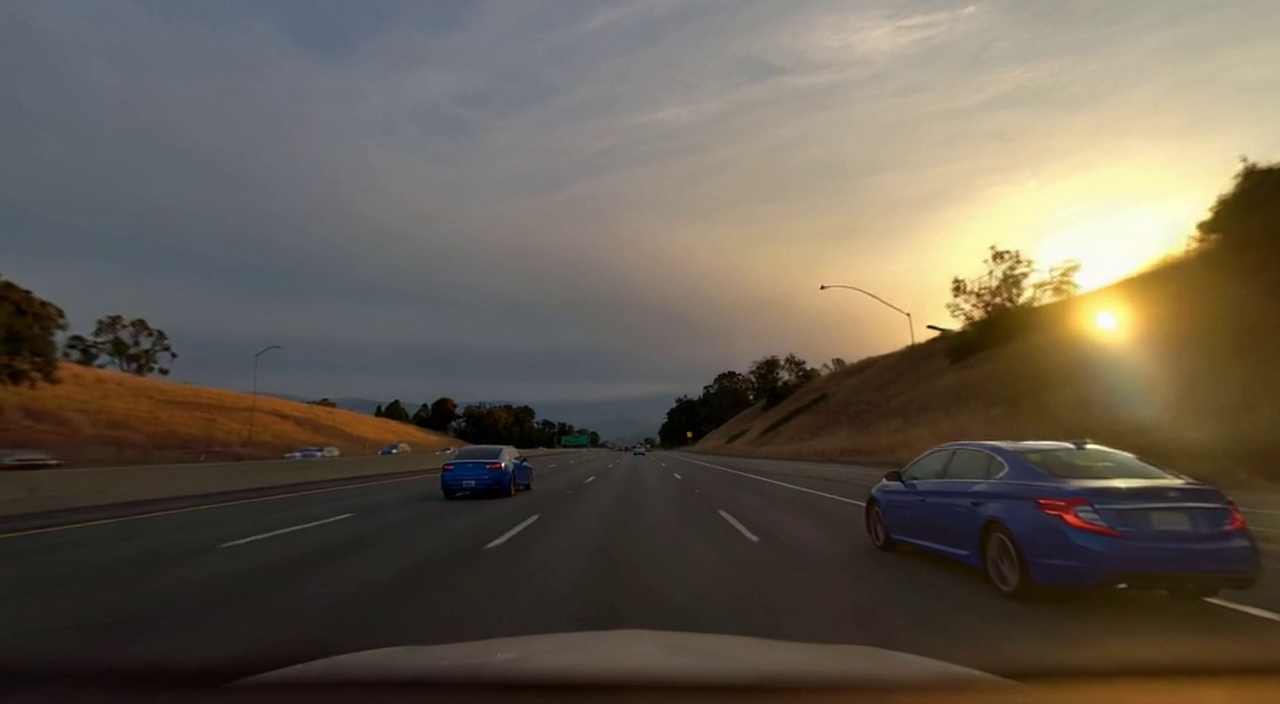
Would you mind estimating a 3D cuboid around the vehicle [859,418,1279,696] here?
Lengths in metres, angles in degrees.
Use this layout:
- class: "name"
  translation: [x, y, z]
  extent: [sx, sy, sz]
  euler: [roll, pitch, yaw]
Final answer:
- class: "vehicle"
  translation: [3.960, 1.462, 5.859]
  extent: [2.049, 1.481, 4.774]
  euler: [0, -8, -1]

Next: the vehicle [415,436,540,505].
- class: "vehicle"
  translation: [-3.956, 2.963, 16.237]
  extent: [1.987, 1.516, 4.478]
  euler: [0, -8, 1]
